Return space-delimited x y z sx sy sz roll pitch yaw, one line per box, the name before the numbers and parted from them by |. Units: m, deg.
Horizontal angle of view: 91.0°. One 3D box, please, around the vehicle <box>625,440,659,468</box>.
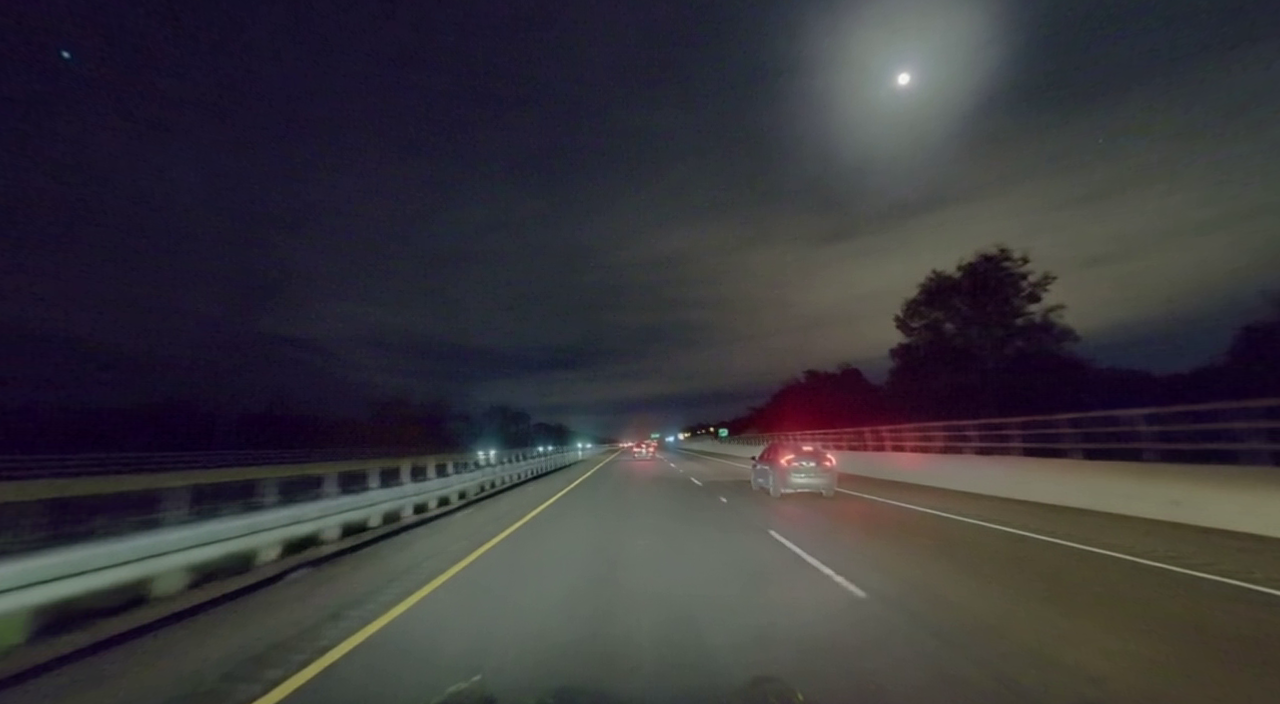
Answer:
vehicle | 0.114 6.604 41.023 2.059 1.696 4.165 0 -8 0
